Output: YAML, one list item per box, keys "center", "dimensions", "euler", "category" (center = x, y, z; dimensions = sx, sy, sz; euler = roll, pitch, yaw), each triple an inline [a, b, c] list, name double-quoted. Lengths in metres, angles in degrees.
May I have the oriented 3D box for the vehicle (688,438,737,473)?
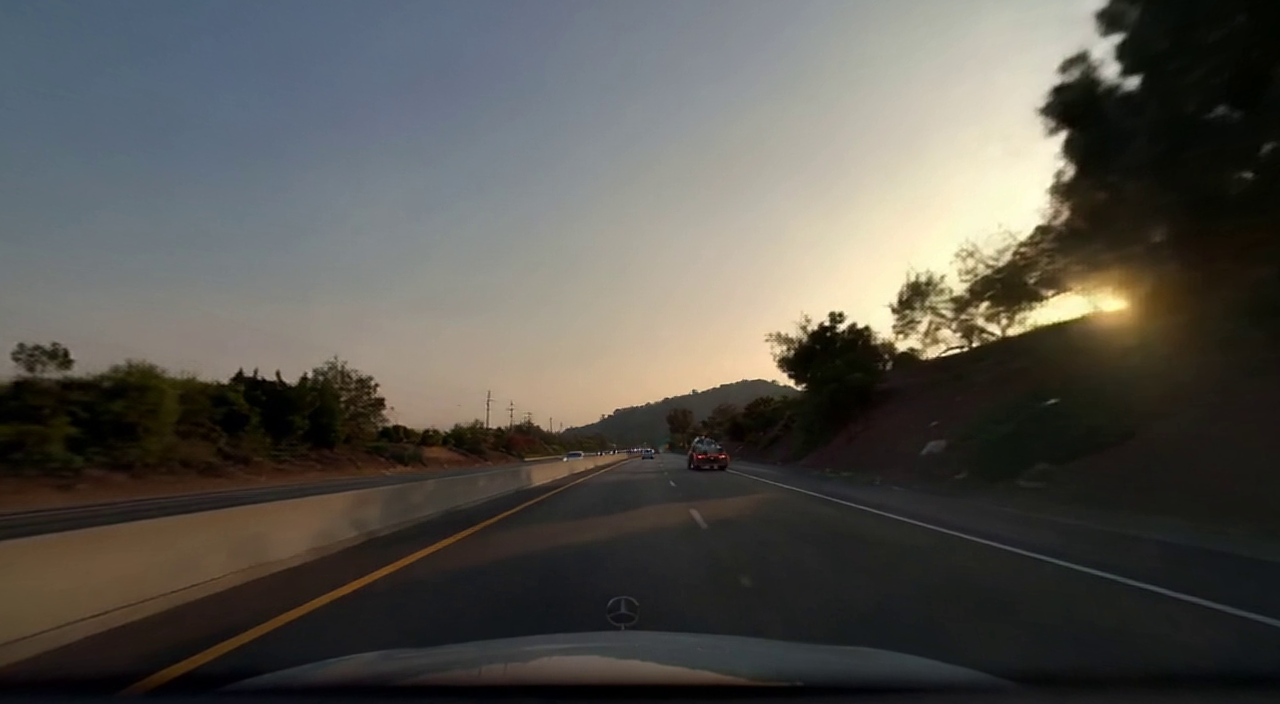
- center: [4.341, 6.317, 38.593]
  dimensions: [2.309, 2.003, 5.139]
  euler: [0, -9, -1]
  category: "vehicle"
